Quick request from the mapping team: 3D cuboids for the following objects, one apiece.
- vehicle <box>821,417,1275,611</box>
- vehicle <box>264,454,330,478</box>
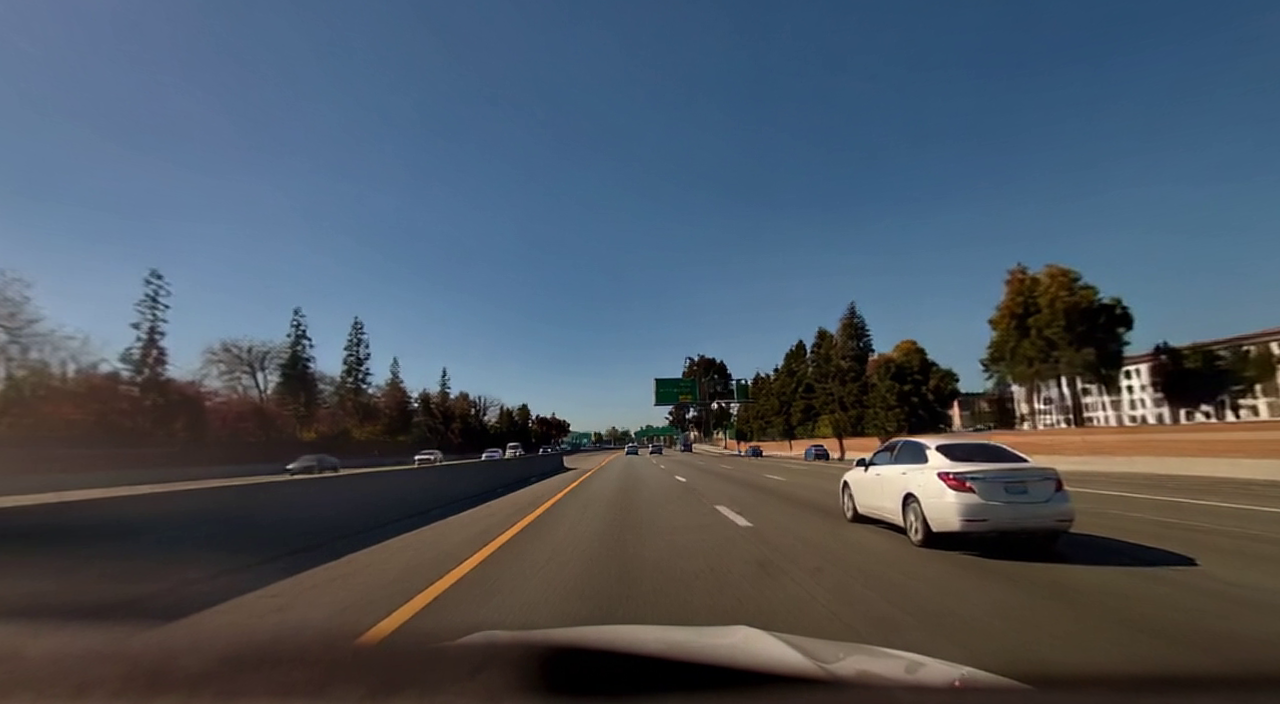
[{"bbox_3d":[3.861,1.614,7.350,2.018,1.477,4.800,0,-9,-1],"label":"vehicle"},{"bbox_3d":[-21.832,7.251,40.409,1.793,1.404,4.288,1,-9,-1],"label":"vehicle"}]
